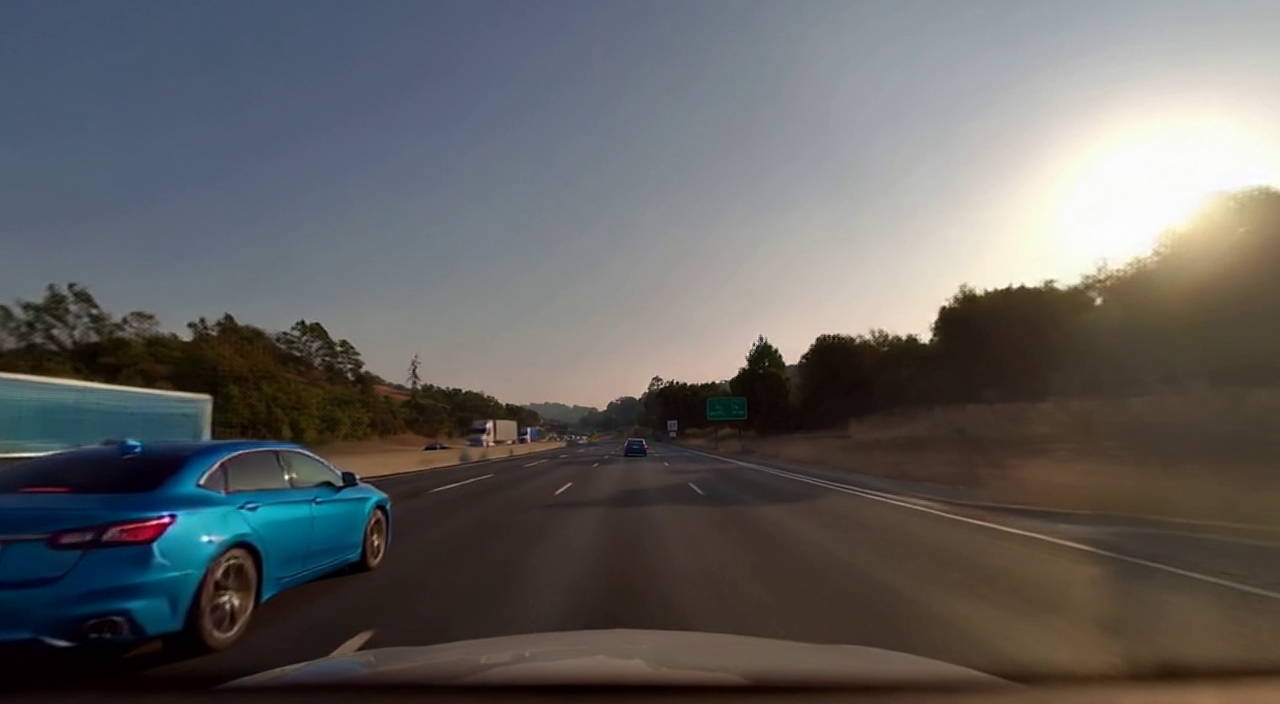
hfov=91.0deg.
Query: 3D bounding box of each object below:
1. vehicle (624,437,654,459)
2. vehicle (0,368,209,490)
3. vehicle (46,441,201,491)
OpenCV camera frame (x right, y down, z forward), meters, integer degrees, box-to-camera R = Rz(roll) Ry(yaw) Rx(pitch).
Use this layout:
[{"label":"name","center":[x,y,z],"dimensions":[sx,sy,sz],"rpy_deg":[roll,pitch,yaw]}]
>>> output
[{"label":"vehicle","center":[-0.104,6.763,44.498],"dimensions":[2.028,1.440,3.690],"rpy_deg":[0,-8,-2]},{"label":"vehicle","center":[-22.754,3.027,24.168],"dimensions":[2.903,3.996,13.840],"rpy_deg":[0,-8,-1]},{"label":"vehicle","center":[-16.377,3.589,20.240],"dimensions":[1.759,1.446,3.742],"rpy_deg":[0,-8,0]}]
